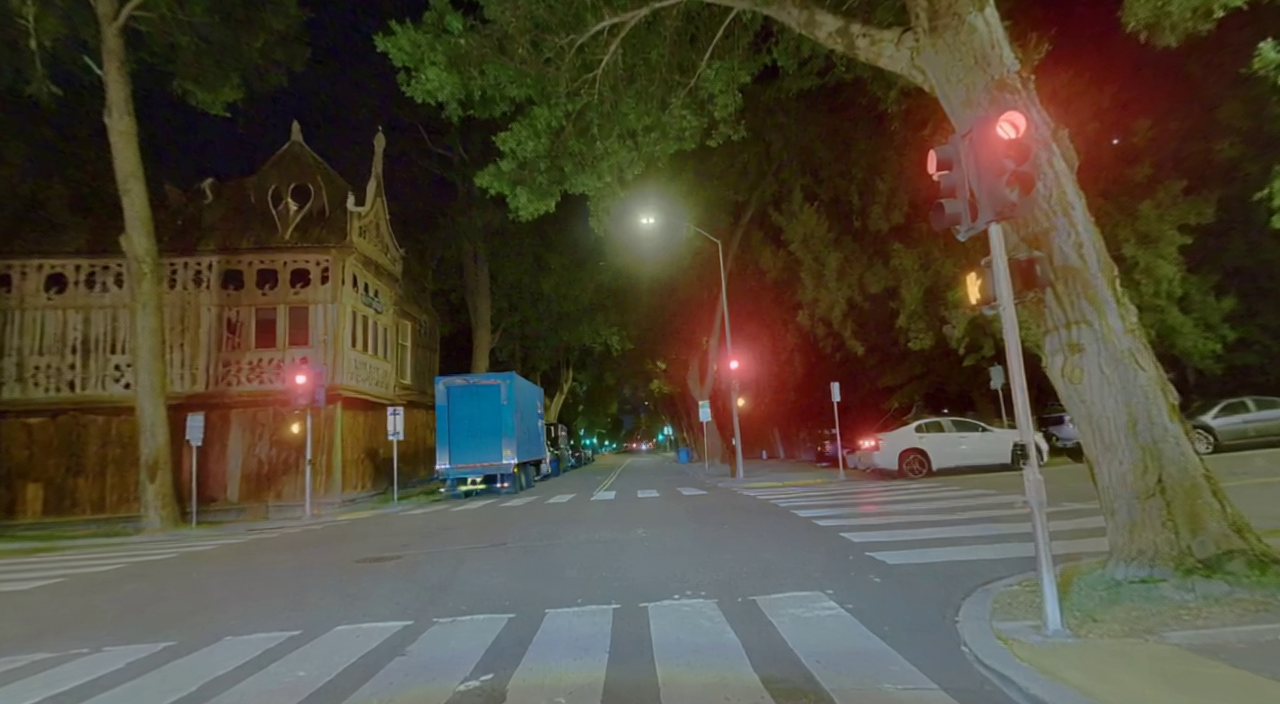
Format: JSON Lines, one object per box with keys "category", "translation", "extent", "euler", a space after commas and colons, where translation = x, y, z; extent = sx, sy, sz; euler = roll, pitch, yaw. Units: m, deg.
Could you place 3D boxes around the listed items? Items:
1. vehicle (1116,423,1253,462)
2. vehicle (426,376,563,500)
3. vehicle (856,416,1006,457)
{"category": "vehicle", "translation": [24.939, 4.173, 29.022], "extent": [4.268, 1.695, 2.053], "euler": [0, -8, 3]}
{"category": "vehicle", "translation": [-5.751, 3.730, 27.165], "extent": [3.113, 4.041, 10.284], "euler": [-6, -8, 0]}
{"category": "vehicle", "translation": [10.680, 3.141, 23.425], "extent": [4.643, 1.456, 1.820], "euler": [-1, -8, 5]}
